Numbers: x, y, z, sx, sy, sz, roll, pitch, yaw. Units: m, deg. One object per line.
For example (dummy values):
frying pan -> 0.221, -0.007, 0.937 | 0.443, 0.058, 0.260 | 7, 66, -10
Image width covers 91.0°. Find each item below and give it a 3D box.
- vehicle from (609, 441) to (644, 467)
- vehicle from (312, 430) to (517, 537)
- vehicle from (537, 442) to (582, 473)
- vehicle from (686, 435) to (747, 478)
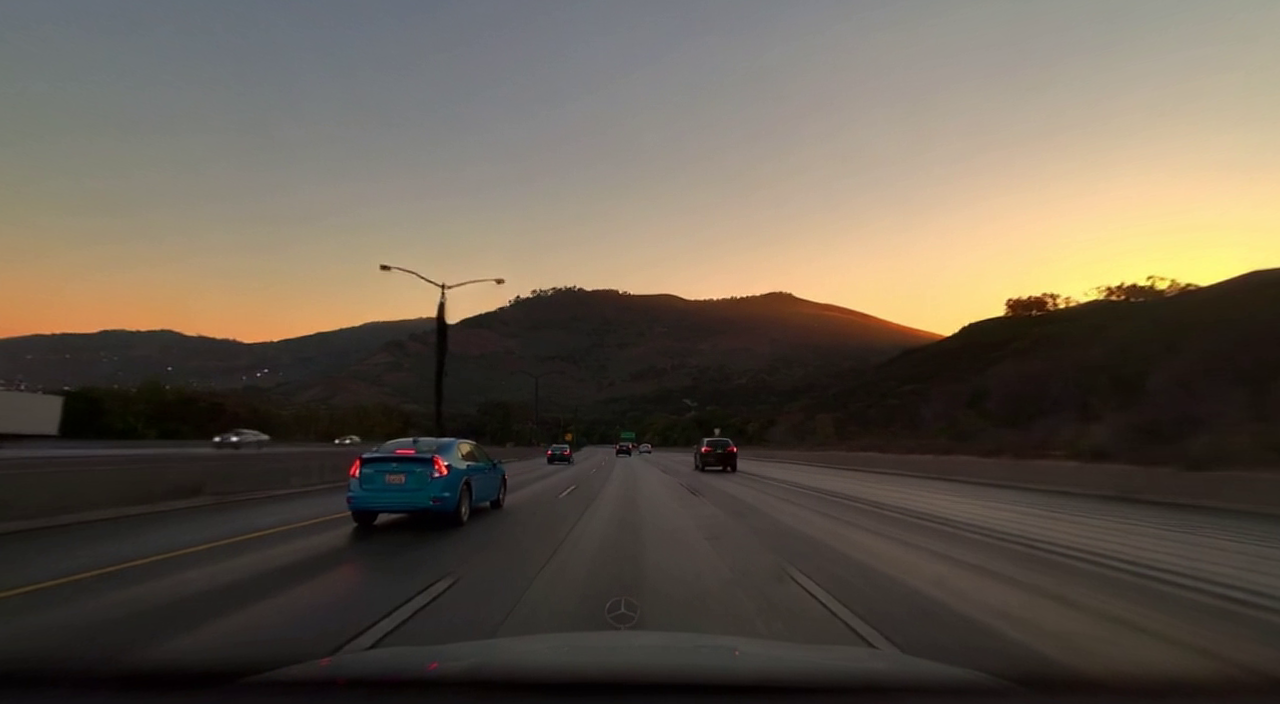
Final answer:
vehicle -> -0.823, 6.565, 40.653 | 2.147, 1.572, 4.094 | 0, -9, 0
vehicle -> -3.674, 2.220, 11.261 | 1.993, 1.500, 4.248 | 0, -9, 1
vehicle -> -4.077, 5.403, 32.495 | 1.796, 1.464, 3.839 | 0, -9, 0
vehicle -> 3.502, 4.901, 29.714 | 2.222, 1.820, 4.733 | 0, -9, 0
